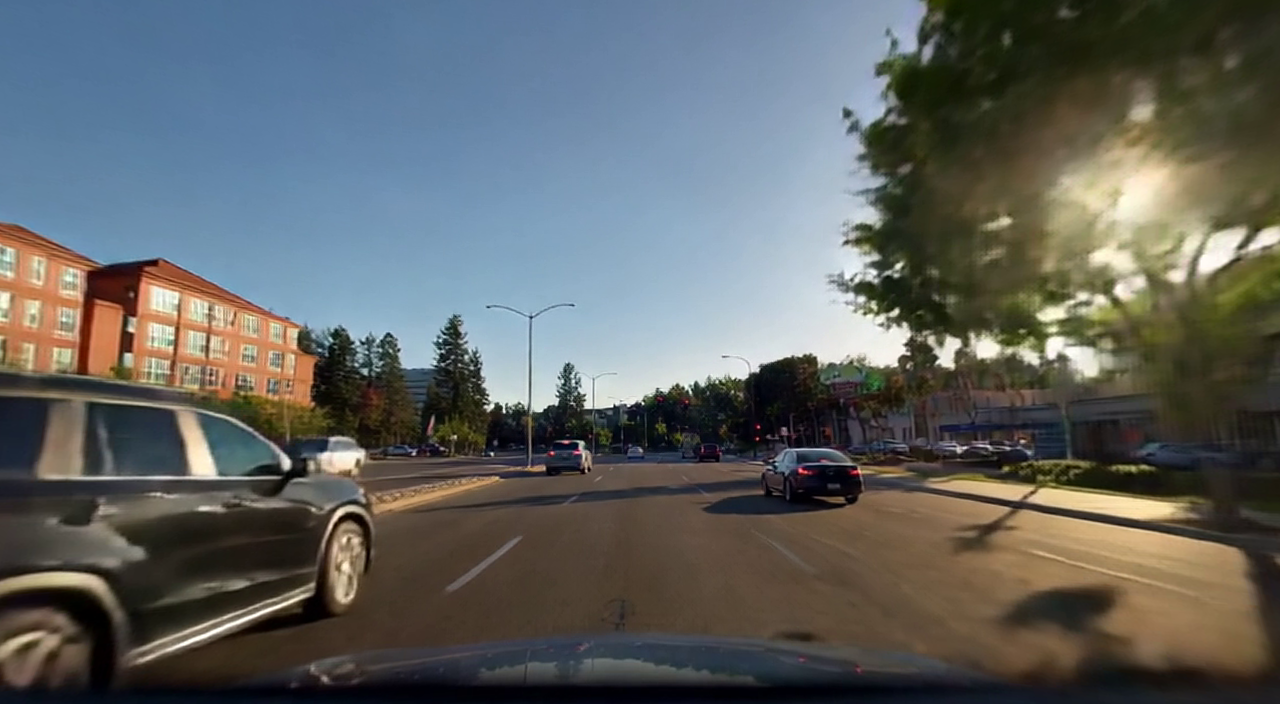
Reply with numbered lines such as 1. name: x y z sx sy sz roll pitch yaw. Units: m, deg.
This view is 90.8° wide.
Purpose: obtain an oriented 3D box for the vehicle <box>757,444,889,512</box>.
1. vehicle: 4.451 3.126 16.197 1.960 1.471 4.378 0 -9 -2

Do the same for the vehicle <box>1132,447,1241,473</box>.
1. vehicle: 31.143 6.159 36.111 4.274 1.448 2.050 0 -9 0

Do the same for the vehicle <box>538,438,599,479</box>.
1. vehicle: -3.351 5.100 30.527 2.305 1.833 4.912 0 -9 1

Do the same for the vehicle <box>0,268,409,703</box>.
1. vehicle: -3.294 0.809 2.907 2.450 1.866 5.416 0 -9 -1
